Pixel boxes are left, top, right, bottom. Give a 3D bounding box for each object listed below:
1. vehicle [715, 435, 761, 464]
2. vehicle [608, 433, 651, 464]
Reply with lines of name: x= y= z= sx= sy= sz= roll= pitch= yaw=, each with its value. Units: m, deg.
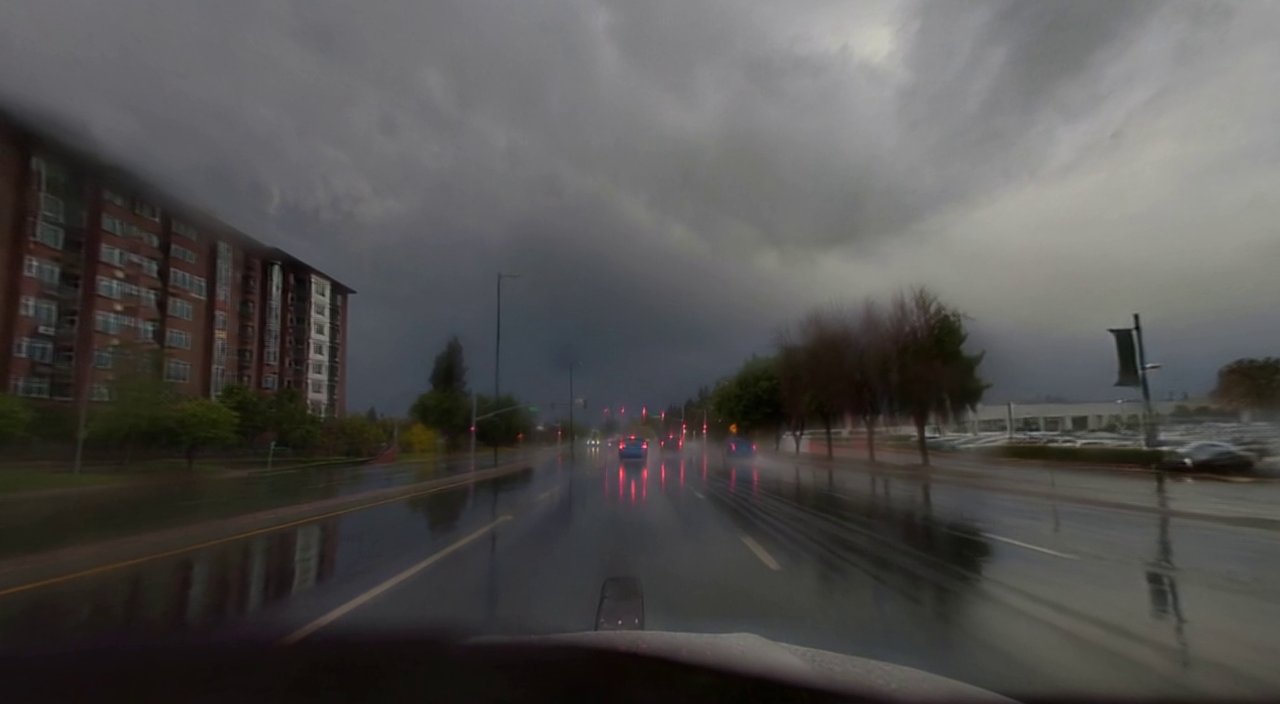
vehicle: x=6.546 y=6.577 z=42.474 sx=2.136 sy=1.799 sz=4.796 roll=1 pitch=-9 yaw=-2
vehicle: x=-0.658 y=6.491 z=42.323 sx=2.682 sy=1.908 sz=5.706 roll=0 pitch=-9 yaw=0
